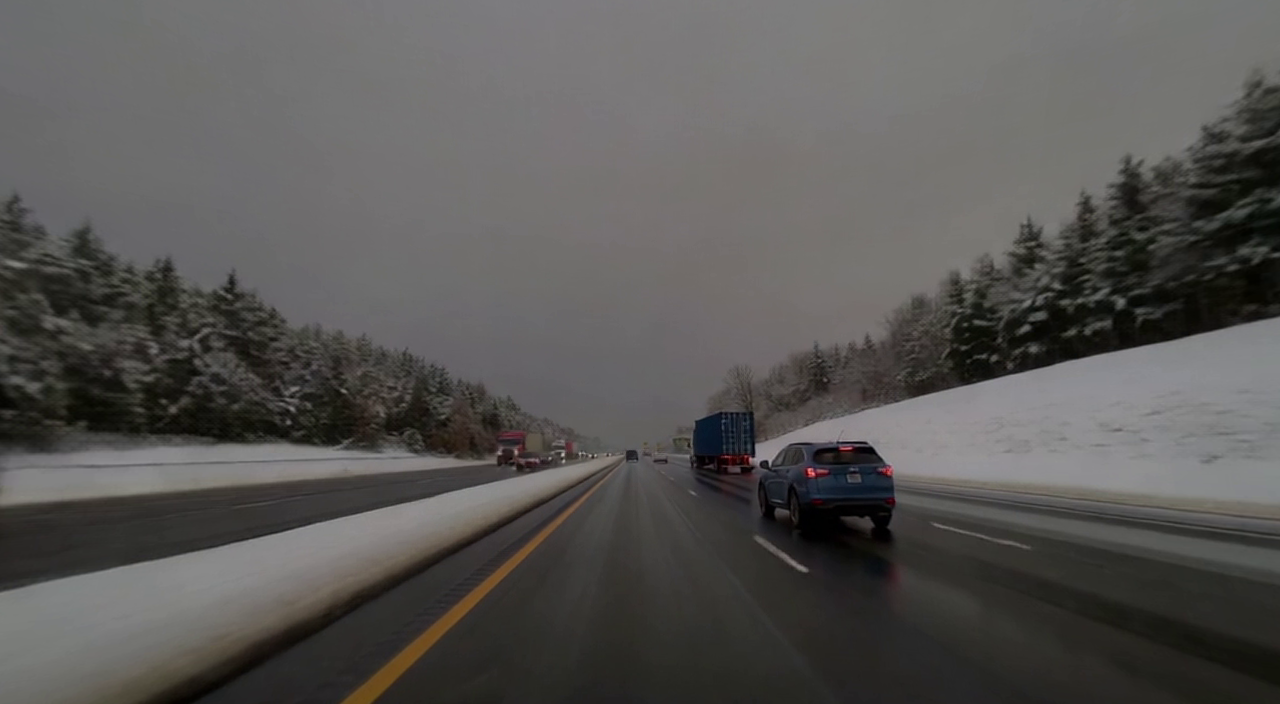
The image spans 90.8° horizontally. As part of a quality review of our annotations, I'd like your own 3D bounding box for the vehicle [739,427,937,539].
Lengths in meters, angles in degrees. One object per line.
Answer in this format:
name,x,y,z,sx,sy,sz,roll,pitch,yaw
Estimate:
vehicle,3.353,2.328,11.853,2.130,1.658,4.537,0,-9,-2
